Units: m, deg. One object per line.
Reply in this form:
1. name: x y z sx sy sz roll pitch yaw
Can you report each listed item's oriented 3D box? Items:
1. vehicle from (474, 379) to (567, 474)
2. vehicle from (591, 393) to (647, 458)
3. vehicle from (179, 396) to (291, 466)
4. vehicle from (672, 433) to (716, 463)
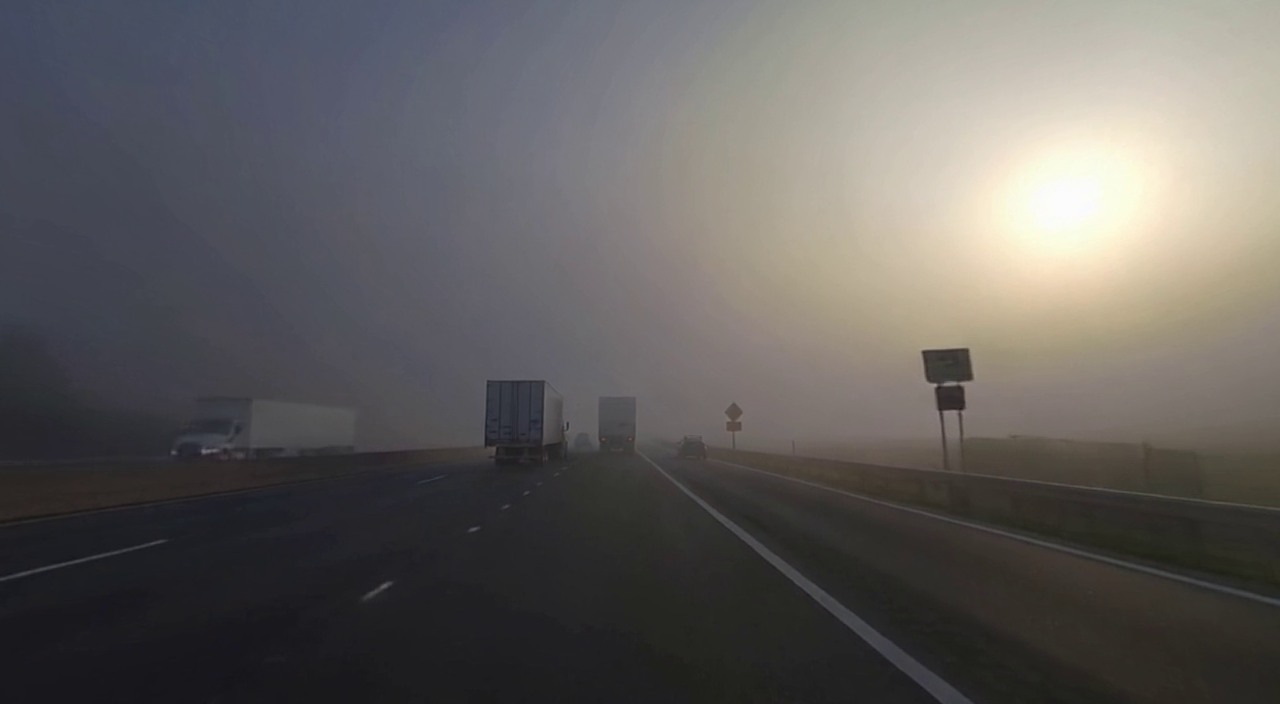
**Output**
1. vehicle: -4.701 3.167 26.279 2.728 3.405 7.096 0 -8 -2
2. vehicle: -1.846 5.808 48.124 3.475 4.037 17.454 0 -8 -3
3. vehicle: -24.977 4.966 39.263 2.978 4.001 5.854 0 -8 -1
4. vehicle: 2.815 5.098 33.575 1.891 1.477 3.599 0 -8 -3
